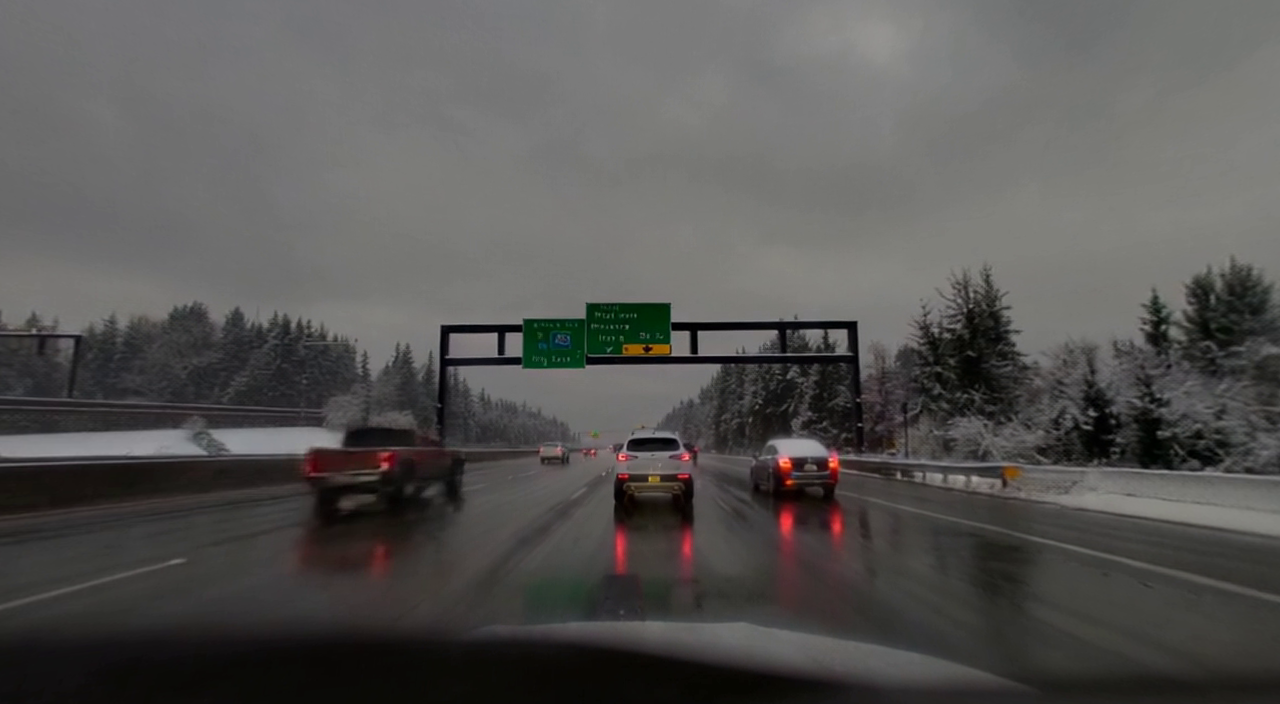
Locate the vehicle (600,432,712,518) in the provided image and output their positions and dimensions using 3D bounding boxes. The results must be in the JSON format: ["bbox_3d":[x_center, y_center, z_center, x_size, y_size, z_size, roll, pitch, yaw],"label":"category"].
[{"bbox_3d":[0.289,2.551,13.482,2.044,1.554,3.824,0,-9,0],"label":"vehicle"}]

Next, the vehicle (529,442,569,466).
[{"bbox_3d":[-6.506,7.366,45.574,2.127,1.644,4.631,0,-9,1],"label":"vehicle"}]

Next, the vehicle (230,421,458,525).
[{"bbox_3d":[-5.804,2.457,13.368,2.182,1.743,5.144,0,-9,2],"label":"vehicle"}]

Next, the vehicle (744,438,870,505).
[{"bbox_3d":[4.181,3.078,16.680,2.002,1.499,4.710,0,-9,0],"label":"vehicle"}]
